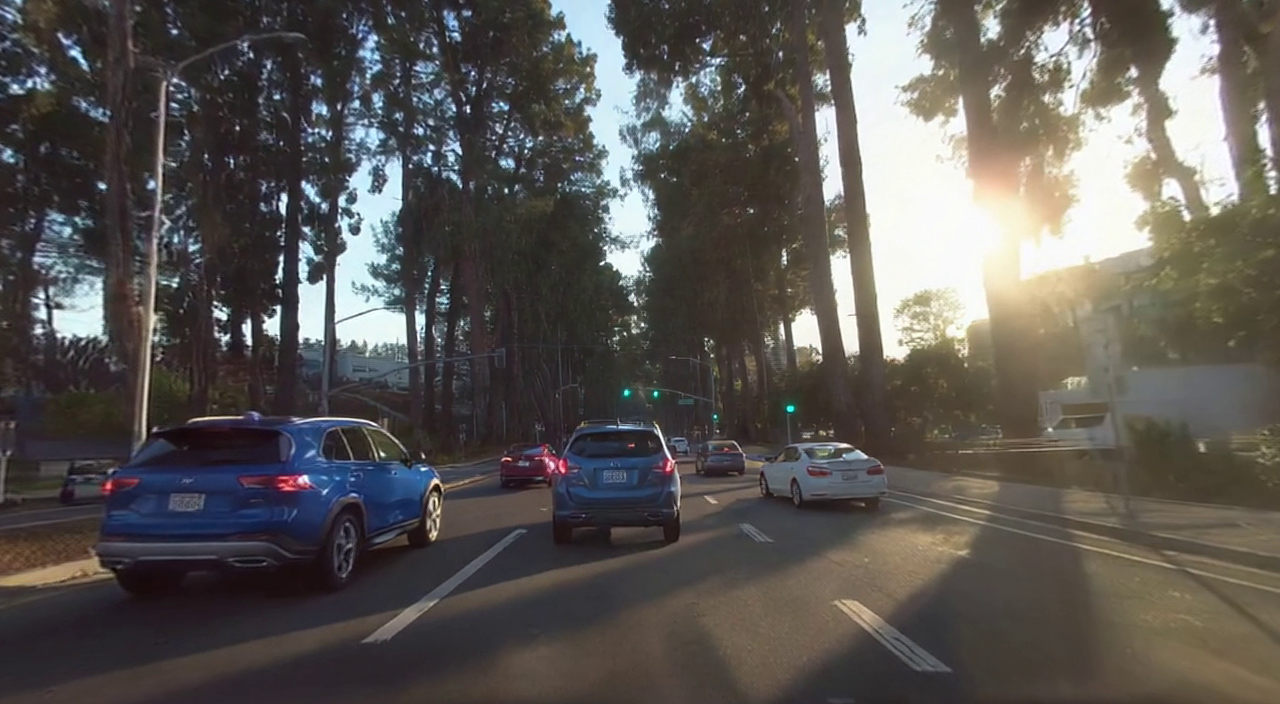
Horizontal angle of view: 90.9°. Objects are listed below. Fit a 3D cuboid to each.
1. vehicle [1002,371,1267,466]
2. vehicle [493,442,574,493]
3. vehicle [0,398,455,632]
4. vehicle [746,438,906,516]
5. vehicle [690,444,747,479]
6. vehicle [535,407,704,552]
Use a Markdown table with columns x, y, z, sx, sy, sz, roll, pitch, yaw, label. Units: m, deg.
| x | y | z | sx | sy | sz | roll | pitch | yaw | label |
| --- | --- | --- | --- | --- | --- | --- | --- | --- | --- |
| 17.855 | 2.481 | 23.138 | 7.314 | 3.230 | 2.680 | 0 | -8 | -1 | vehicle |
| -3.395 | 3.750 | 20.904 | 1.897 | 1.479 | 4.204 | 0 | -8 | 1 | vehicle |
| -3.702 | 1.514 | 6.839 | 2.039 | 1.709 | 4.265 | 0 | -8 | 1 | vehicle |
| 4.010 | 2.770 | 14.588 | 2.036 | 1.480 | 4.659 | 0 | -8 | -4 | vehicle |
| 3.486 | 4.943 | 28.848 | 1.996 | 1.443 | 4.270 | 0 | -8 | -1 | vehicle |
| -0.250 | 1.939 | 10.252 | 2.132 | 1.816 | 4.471 | 0 | -8 | 0 | vehicle |
